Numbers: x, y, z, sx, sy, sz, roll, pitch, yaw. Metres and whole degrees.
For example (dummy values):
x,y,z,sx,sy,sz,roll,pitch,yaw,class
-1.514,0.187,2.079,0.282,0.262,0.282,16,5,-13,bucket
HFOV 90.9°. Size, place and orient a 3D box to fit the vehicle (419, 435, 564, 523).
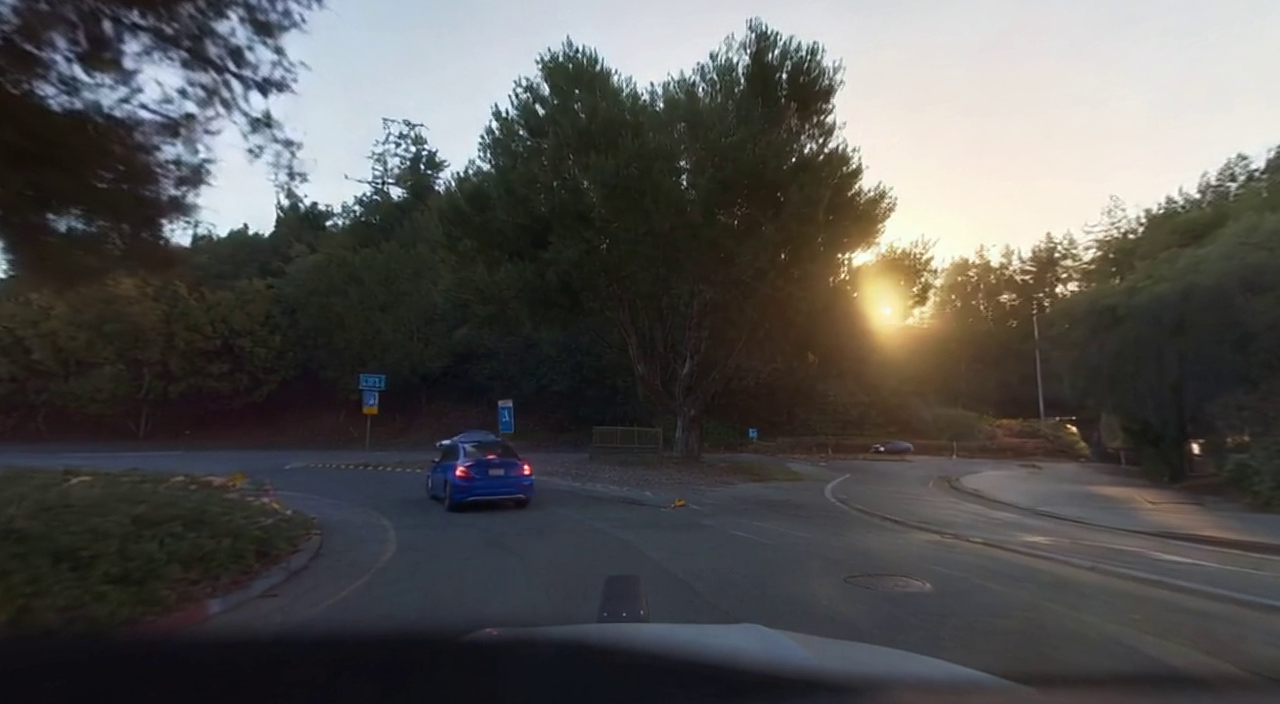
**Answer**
x,y,z,sx,sy,sz,roll,pitch,yaw,class
-3.429,2.718,13.990,2.078,1.607,4.010,5,-10,-29,vehicle
